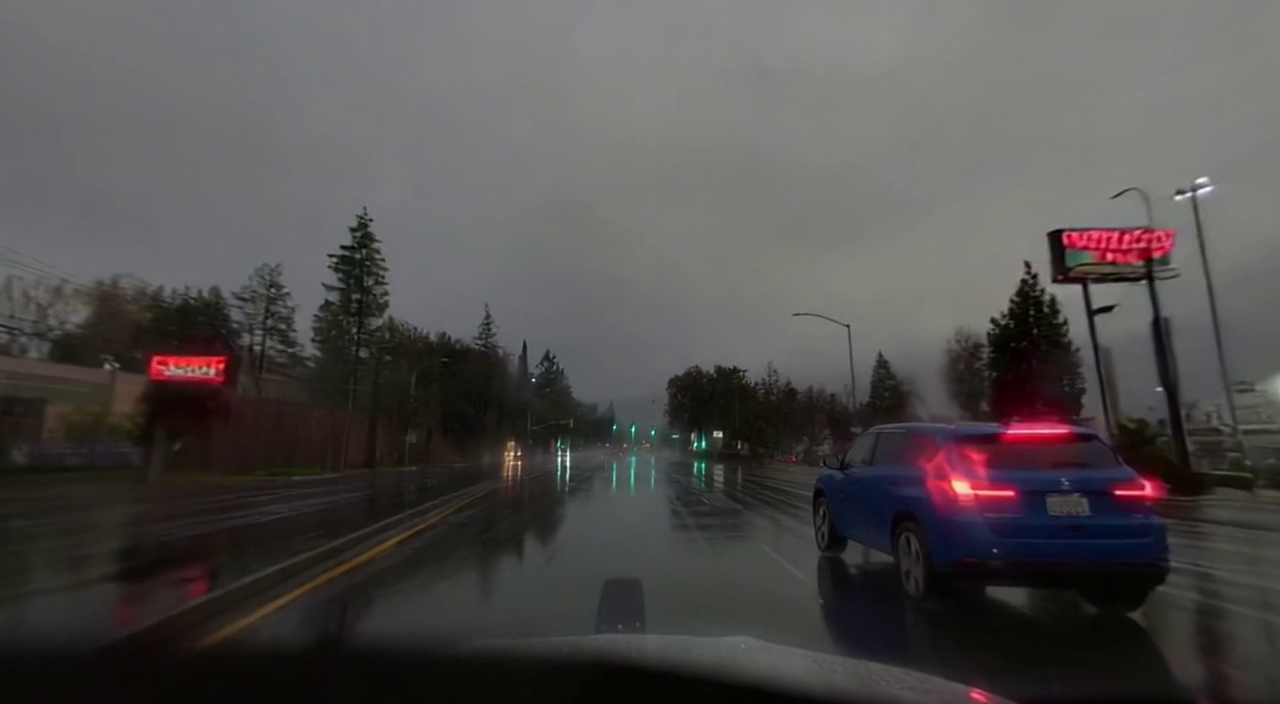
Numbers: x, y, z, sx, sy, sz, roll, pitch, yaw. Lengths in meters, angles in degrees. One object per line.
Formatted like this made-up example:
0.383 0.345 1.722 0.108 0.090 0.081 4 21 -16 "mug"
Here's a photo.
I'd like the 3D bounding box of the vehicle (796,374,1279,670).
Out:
3.197 1.371 6.209 2.130 1.790 4.615 0 -9 0 "vehicle"
